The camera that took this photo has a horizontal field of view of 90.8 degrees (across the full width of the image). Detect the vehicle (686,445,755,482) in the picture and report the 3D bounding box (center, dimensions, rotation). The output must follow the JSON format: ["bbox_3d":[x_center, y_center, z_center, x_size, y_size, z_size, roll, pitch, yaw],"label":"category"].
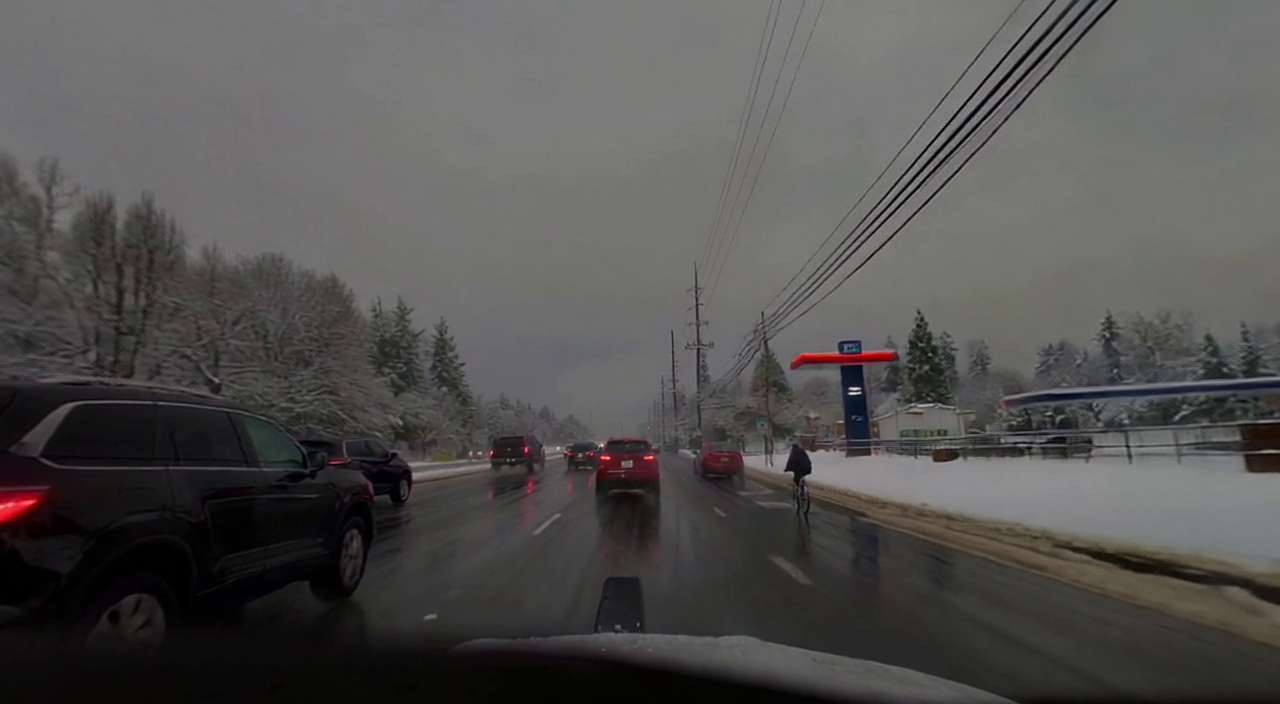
[{"bbox_3d":[3.040,4.329,24.926,2.065,1.302,4.416,0,-8,-1],"label":"vehicle"}]

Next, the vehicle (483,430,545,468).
[{"bbox_3d":[-6.814,5.338,34.767,2.385,1.918,5.056,0,-8,0],"label":"vehicle"}]

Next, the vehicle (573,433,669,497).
[{"bbox_3d":[-0.444,2.890,16.508,2.189,1.437,4.135,0,-8,0],"label":"vehicle"}]

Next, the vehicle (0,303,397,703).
[{"bbox_3d":[-3.228,0.838,3.467,1.922,1.642,4.547,0,-8,1],"label":"vehicle"}]
